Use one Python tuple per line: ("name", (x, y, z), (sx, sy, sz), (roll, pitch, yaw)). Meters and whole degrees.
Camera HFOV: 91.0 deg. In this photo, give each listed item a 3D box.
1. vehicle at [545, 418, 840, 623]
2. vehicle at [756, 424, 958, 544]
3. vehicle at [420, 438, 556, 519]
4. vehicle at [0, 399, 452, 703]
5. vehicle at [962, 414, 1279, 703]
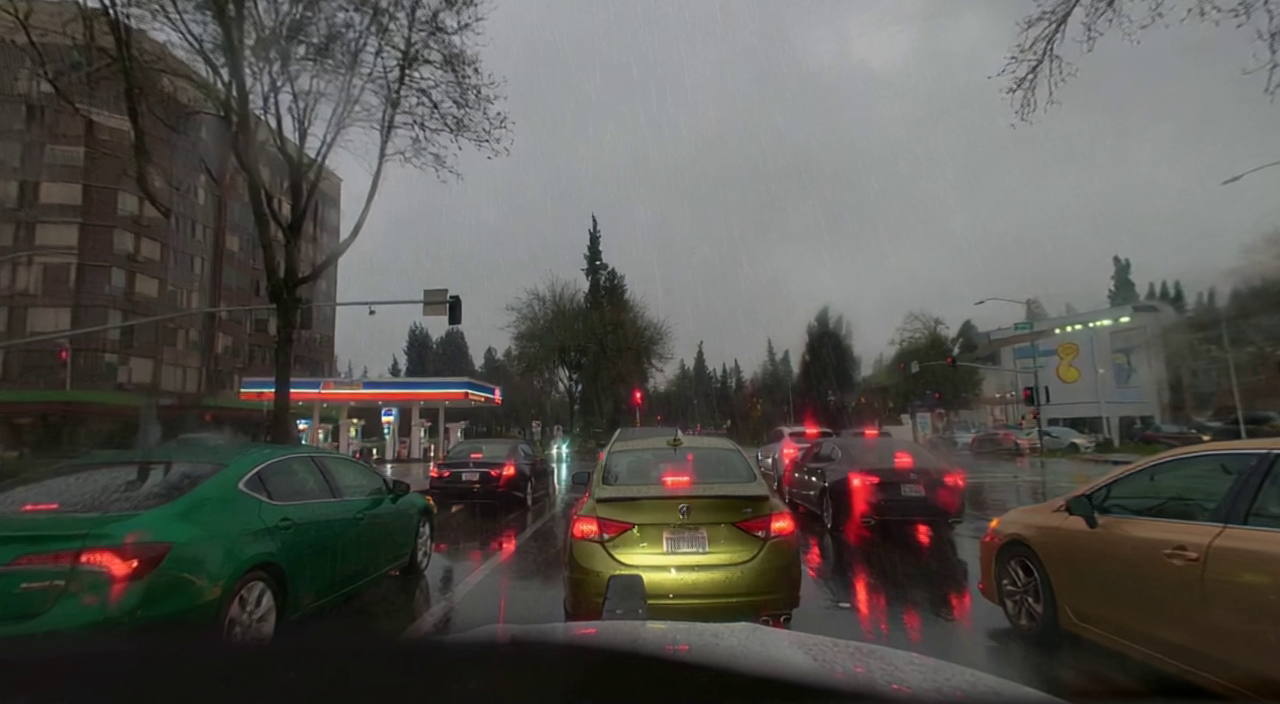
("vehicle", (0.335, 1.590, 6.959), (2.220, 1.507, 4.317), (0, -9, -2))
("vehicle", (3.371, 2.126, 10.781), (1.947, 1.630, 4.127), (0, -9, 0))
("vehicle", (-3.070, 2.645, 13.713), (1.867, 1.474, 4.237), (0, -9, 0))
("vehicle", (-3.007, 1.257, 4.628), (1.887, 1.493, 4.255), (0, -9, 1))
("vehicle", (4.173, 1.138, 3.634), (1.950, 1.497, 4.686), (0, -9, -3))
